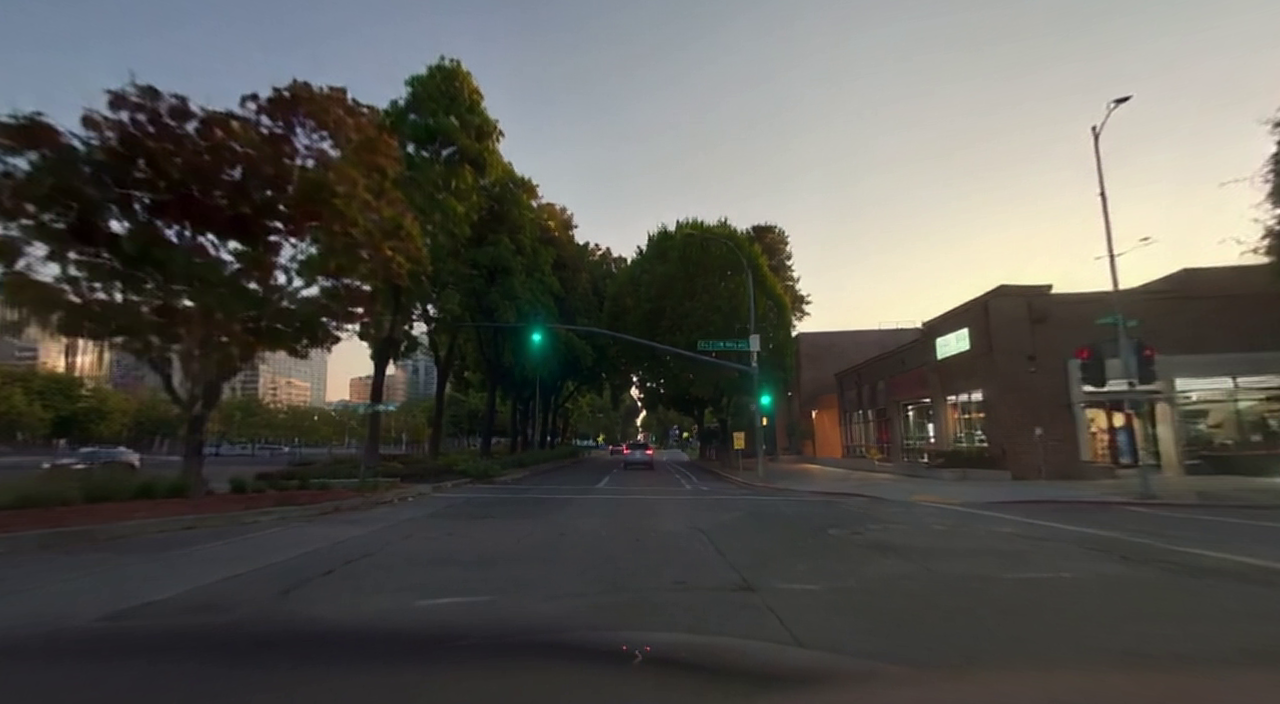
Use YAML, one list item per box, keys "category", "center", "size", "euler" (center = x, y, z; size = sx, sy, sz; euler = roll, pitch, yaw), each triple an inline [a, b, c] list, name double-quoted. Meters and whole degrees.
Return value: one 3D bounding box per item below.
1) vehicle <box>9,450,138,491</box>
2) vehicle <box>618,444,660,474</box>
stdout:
- category: "vehicle"
  center: [-26.935, 5.612, 30.279]
  size: [1.969, 1.693, 4.461]
  euler: [-1, -8, 1]
- category: "vehicle"
  center: [-0.030, 5.632, 33.460]
  size: [2.115, 1.461, 3.976]
  euler: [0, -8, 1]
